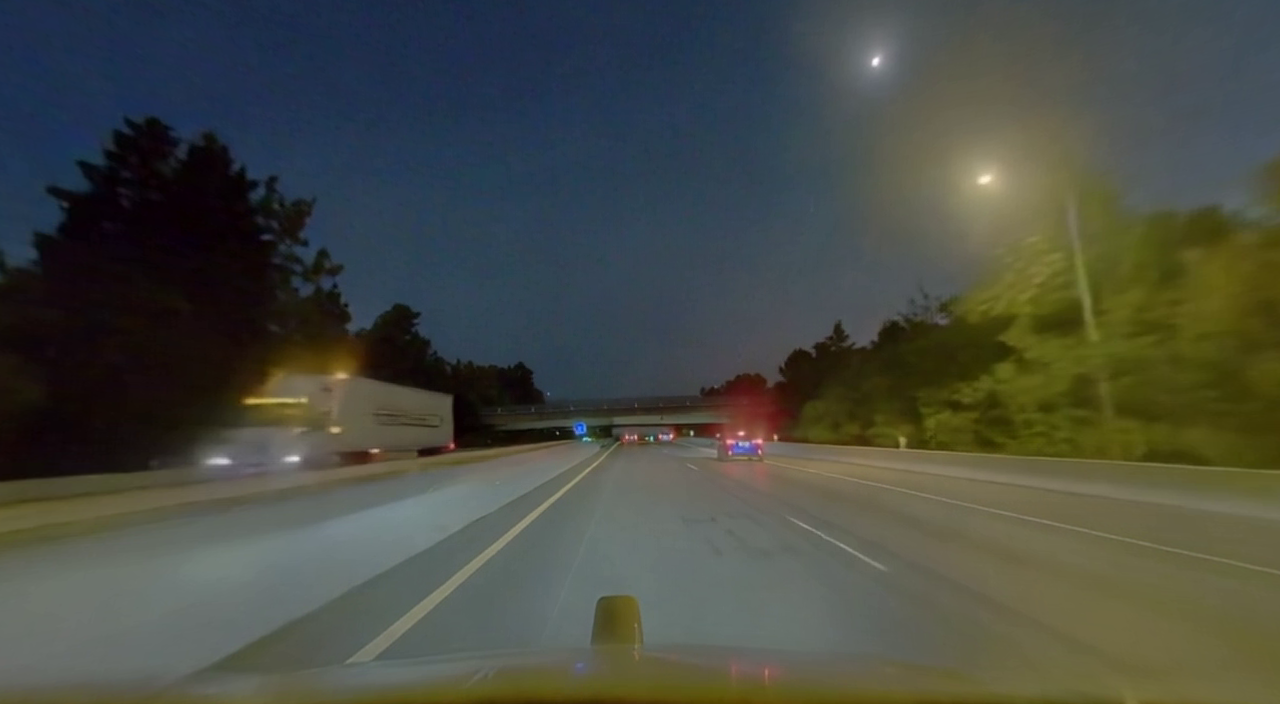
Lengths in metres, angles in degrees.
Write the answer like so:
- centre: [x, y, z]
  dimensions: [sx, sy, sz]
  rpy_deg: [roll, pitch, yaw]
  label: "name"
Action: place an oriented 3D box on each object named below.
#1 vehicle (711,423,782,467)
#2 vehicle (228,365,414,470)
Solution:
- centre: [4.311, 3.847, 26.228]
  dimensions: [2.073, 1.651, 4.065]
  rpy_deg: [0, -8, -2]
  label: "vehicle"
- centre: [-13.536, 3.085, 28.343]
  dimensions: [2.949, 3.820, 10.704]
  rpy_deg: [0, -8, -1]
  label: "vehicle"
